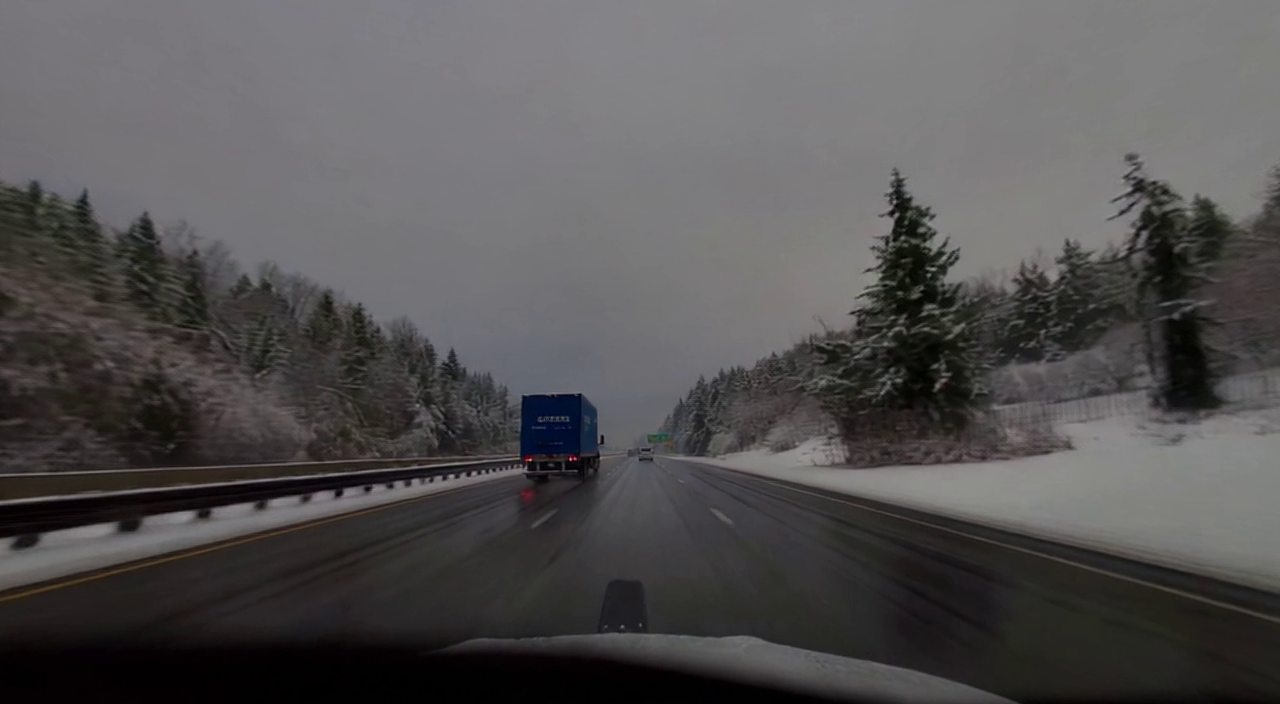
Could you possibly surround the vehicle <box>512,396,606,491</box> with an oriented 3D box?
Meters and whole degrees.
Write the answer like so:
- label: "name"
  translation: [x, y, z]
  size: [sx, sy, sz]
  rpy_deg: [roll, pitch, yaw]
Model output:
- label: "vehicle"
  translation: [-2.906, 3.584, 24.660]
  size: [2.695, 3.151, 6.885]
  rpy_deg: [0, -9, 0]
